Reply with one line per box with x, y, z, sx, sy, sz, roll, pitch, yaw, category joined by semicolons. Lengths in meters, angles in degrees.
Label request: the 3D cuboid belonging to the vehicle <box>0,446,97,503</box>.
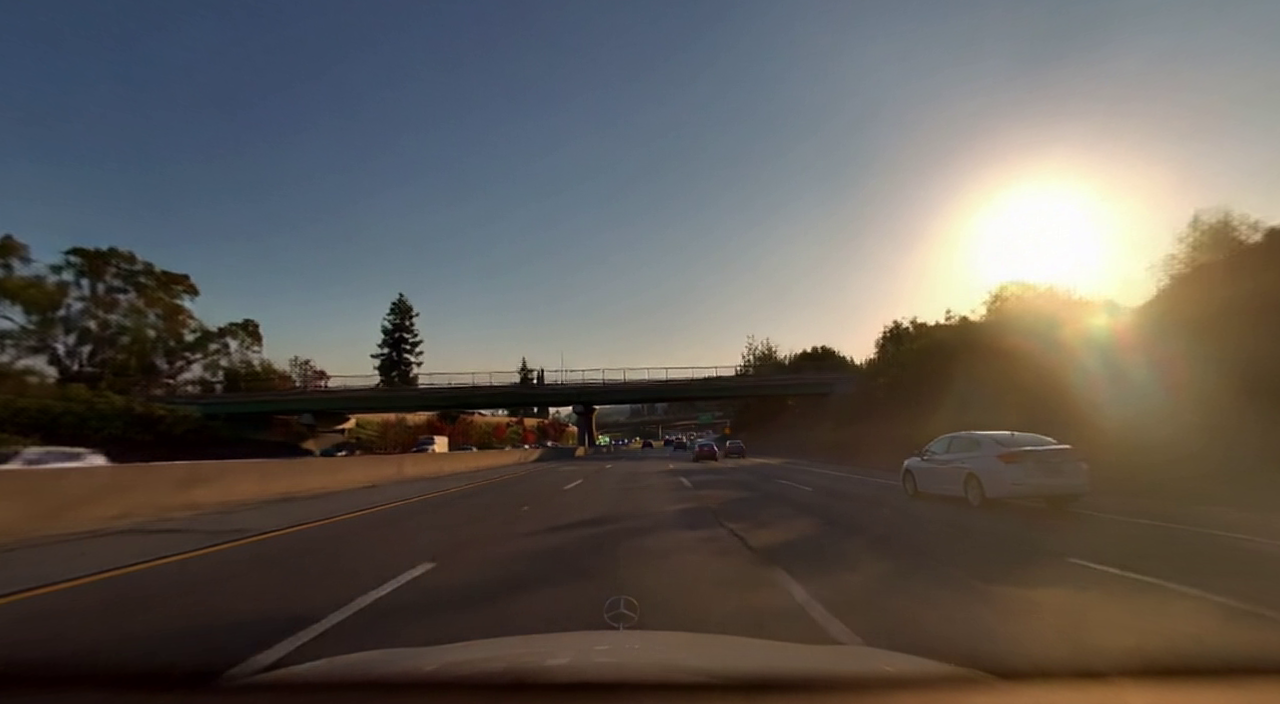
-20.496;3.900;20.316;1.986;1.730;4.558;0;-9;0;vehicle

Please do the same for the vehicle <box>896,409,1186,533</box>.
6.963;2.127;11.882;2.087;1.806;4.946;0;-9;-1;vehicle

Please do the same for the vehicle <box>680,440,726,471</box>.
3.173;5.328;32.779;1.981;1.471;4.342;0;-9;0;vehicle
